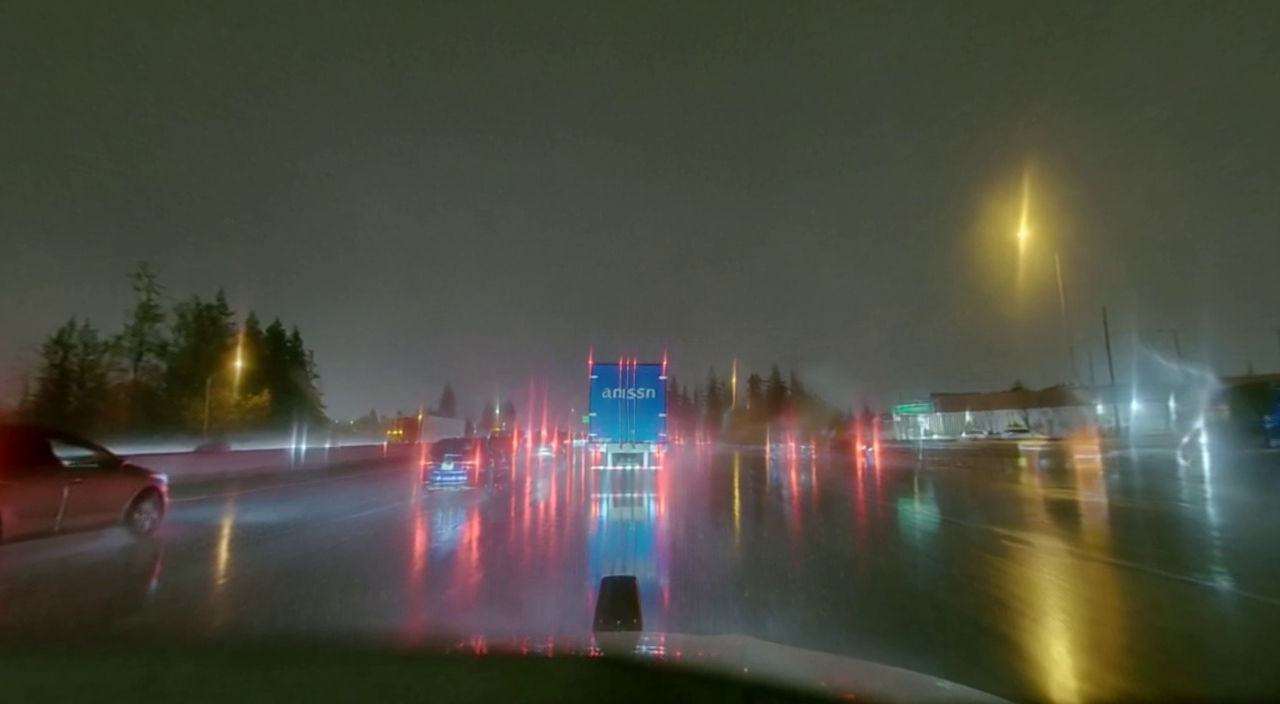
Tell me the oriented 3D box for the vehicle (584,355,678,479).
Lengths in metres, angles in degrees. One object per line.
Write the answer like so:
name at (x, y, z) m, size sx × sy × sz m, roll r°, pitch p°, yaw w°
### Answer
vehicle at (-0.459, 2.915, 26.840) m, size 3.171 × 4.204 × 11.036 m, roll 0°, pitch -8°, yaw -2°

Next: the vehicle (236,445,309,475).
vehicle at (-21.855, 6.421, 37.581) m, size 1.887 × 1.595 × 4.320 m, roll 0°, pitch -8°, yaw -2°

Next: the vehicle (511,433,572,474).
vehicle at (-4.131, 4.307, 26.984) m, size 1.946 × 1.599 × 4.073 m, roll 0°, pitch -8°, yaw 0°

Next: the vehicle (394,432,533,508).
vehicle at (-3.932, 2.678, 14.866) m, size 1.964 × 1.507 × 4.361 m, roll 0°, pitch -8°, yaw 1°

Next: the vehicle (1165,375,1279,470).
vehicle at (18.924, 2.227, 19.529) m, size 1.838 × 2.655 × 3.697 m, roll 0°, pitch -8°, yaw 0°

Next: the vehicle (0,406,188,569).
vehicle at (-7.750, 1.498, 7.110) m, size 1.998 × 1.698 × 4.461 m, roll 0°, pitch -8°, yaw -1°
